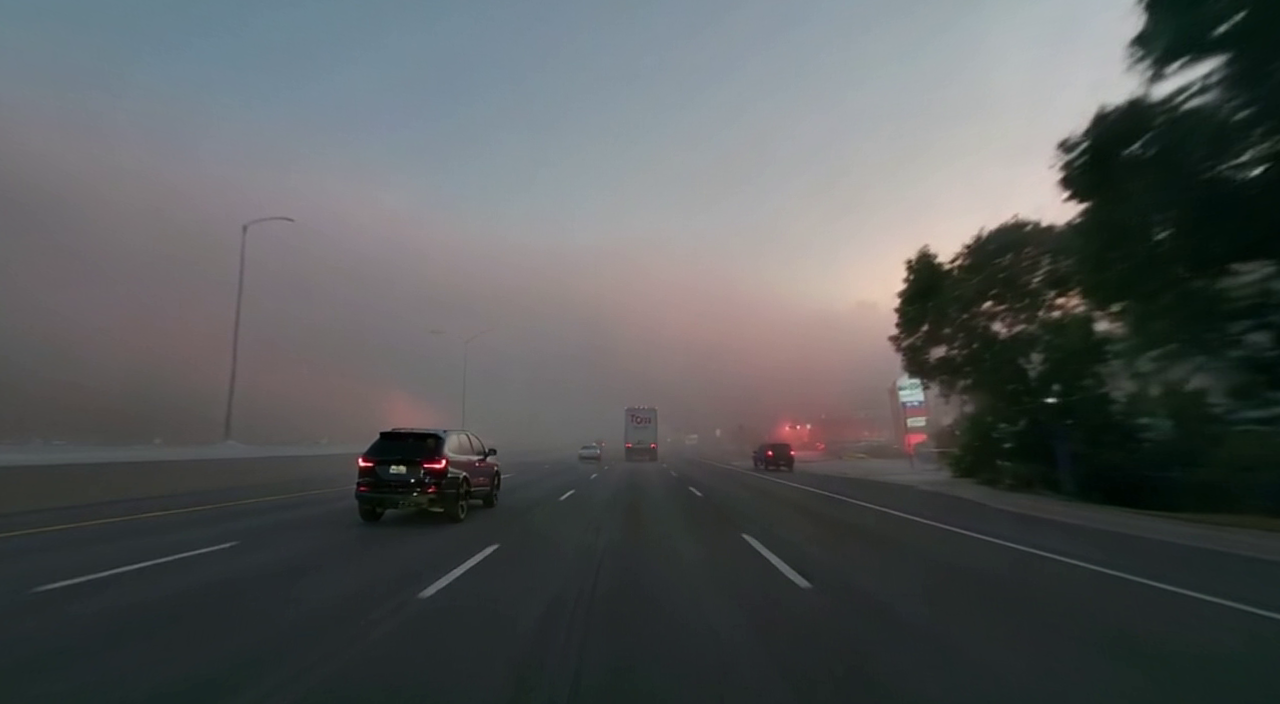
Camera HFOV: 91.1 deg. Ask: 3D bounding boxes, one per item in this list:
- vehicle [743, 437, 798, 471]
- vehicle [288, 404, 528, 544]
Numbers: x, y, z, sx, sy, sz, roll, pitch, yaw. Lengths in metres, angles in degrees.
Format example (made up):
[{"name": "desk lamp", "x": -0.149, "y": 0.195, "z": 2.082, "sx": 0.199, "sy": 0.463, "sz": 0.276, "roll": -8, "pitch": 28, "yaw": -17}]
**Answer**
[{"name": "vehicle", "x": 6.826, "y": 5.405, "z": 33.367, "sx": 1.958, "sy": 1.681, "sz": 4.109, "roll": 0, "pitch": -9, "yaw": -1}, {"name": "vehicle", "x": -3.491, "y": 1.974, "z": 10.779, "sx": 2.178, "sy": 1.826, "sz": 4.933, "roll": 0, "pitch": -9, "yaw": 1}]
